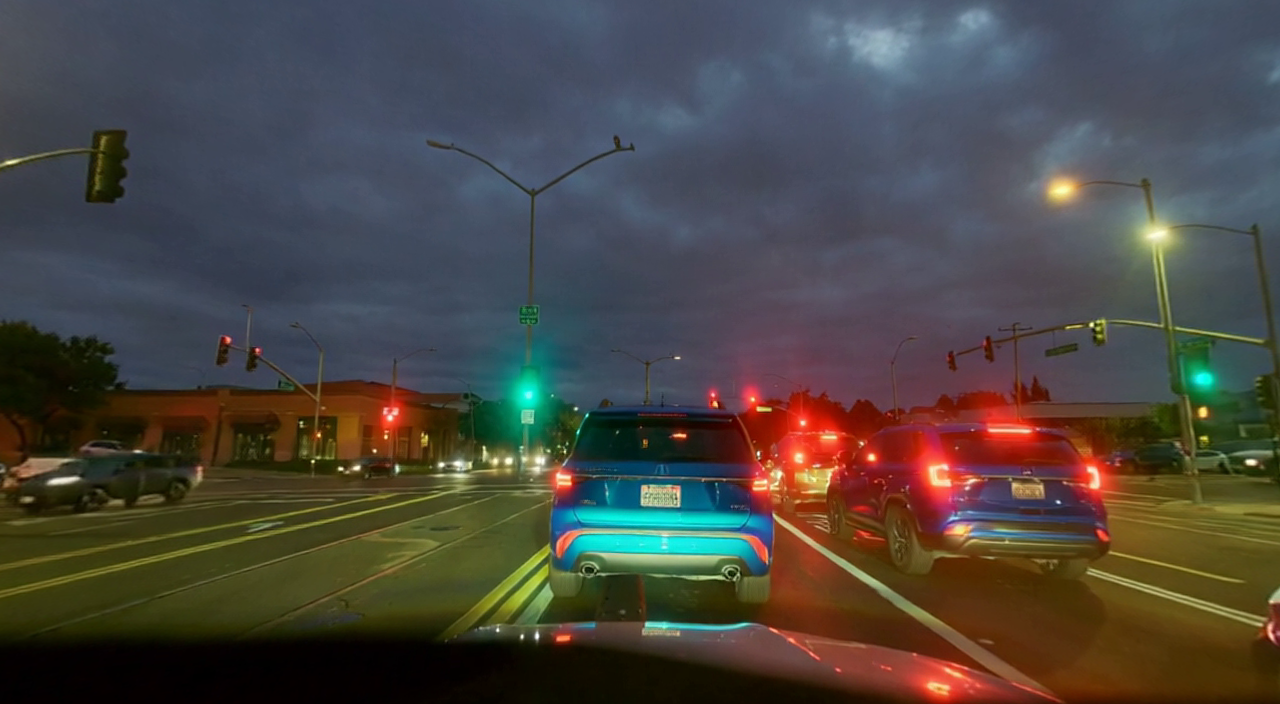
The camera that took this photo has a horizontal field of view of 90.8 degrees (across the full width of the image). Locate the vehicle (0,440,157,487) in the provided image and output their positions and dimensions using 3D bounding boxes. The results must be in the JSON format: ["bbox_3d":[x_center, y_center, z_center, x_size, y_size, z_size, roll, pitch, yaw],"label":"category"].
[{"bbox_3d":[-24.566,4.841,27.556,5.062,1.946,2.243,0,-9,-1],"label":"vehicle"}]

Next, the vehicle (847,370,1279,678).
[{"bbox_3d":[3.561,1.274,5.719,2.018,1.701,4.288,0,-9,2],"label":"vehicle"}]

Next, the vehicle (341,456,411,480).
[{"bbox_3d":[-18.044,7.933,43.398,1.864,1.444,4.255,-4,-9,22],"label":"vehicle"}]

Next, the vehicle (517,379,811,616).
[{"bbox_3d":[0.233,1.464,7.224,2.292,1.840,4.394,0,-9,1],"label":"vehicle"}]
